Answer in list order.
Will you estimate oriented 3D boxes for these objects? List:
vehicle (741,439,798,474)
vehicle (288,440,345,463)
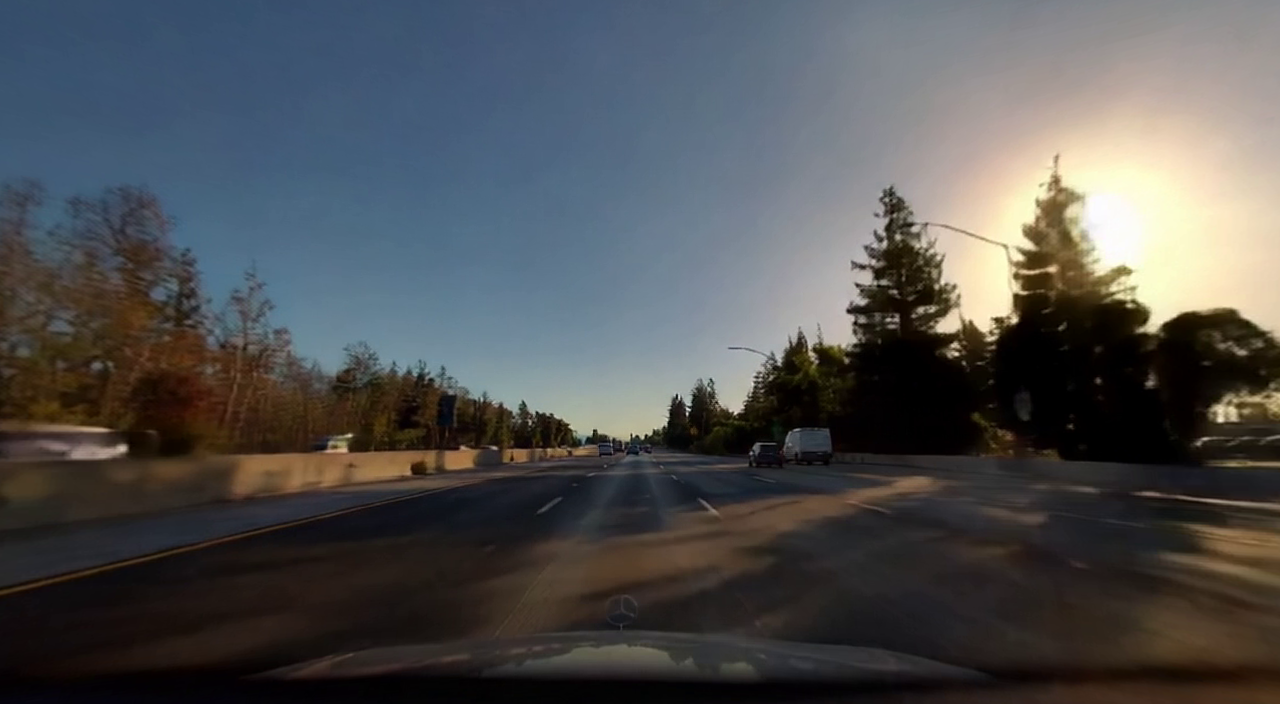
[{"bbox_3d":[6.789,5.533,33.519,2.081,1.705,3.926,0,-9,-1],"label":"vehicle"},{"bbox_3d":[-25.248,7.823,49.541,1.928,1.692,4.781,0,-9,0],"label":"vehicle"}]
